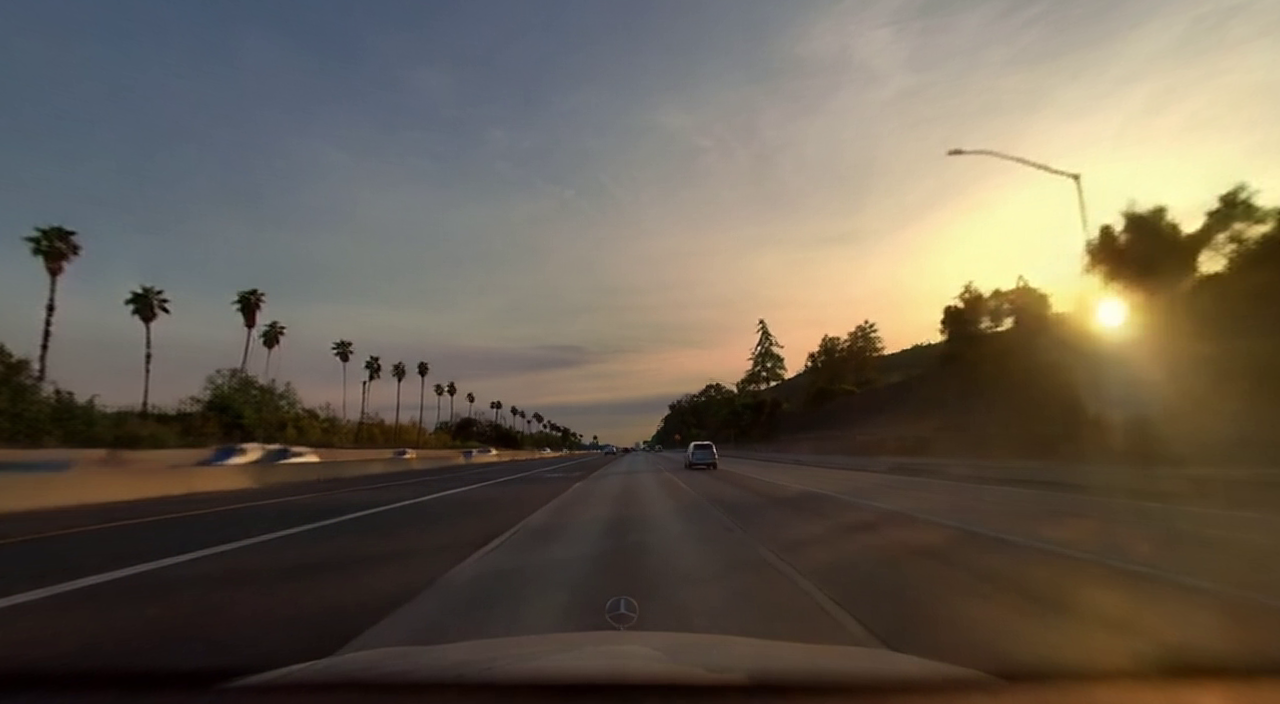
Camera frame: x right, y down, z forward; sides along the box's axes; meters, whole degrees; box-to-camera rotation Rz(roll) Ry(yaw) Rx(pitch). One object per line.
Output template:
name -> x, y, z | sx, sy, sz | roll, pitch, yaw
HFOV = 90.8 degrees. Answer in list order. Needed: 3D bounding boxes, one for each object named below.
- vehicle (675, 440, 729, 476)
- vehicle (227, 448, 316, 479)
vehicle -> 3.029, 5.299, 31.907 | 2.130, 1.677, 4.317 | 0, -9, -2
vehicle -> -19.681, 5.965, 34.029 | 1.942, 1.518, 4.650 | 0, -9, 0
